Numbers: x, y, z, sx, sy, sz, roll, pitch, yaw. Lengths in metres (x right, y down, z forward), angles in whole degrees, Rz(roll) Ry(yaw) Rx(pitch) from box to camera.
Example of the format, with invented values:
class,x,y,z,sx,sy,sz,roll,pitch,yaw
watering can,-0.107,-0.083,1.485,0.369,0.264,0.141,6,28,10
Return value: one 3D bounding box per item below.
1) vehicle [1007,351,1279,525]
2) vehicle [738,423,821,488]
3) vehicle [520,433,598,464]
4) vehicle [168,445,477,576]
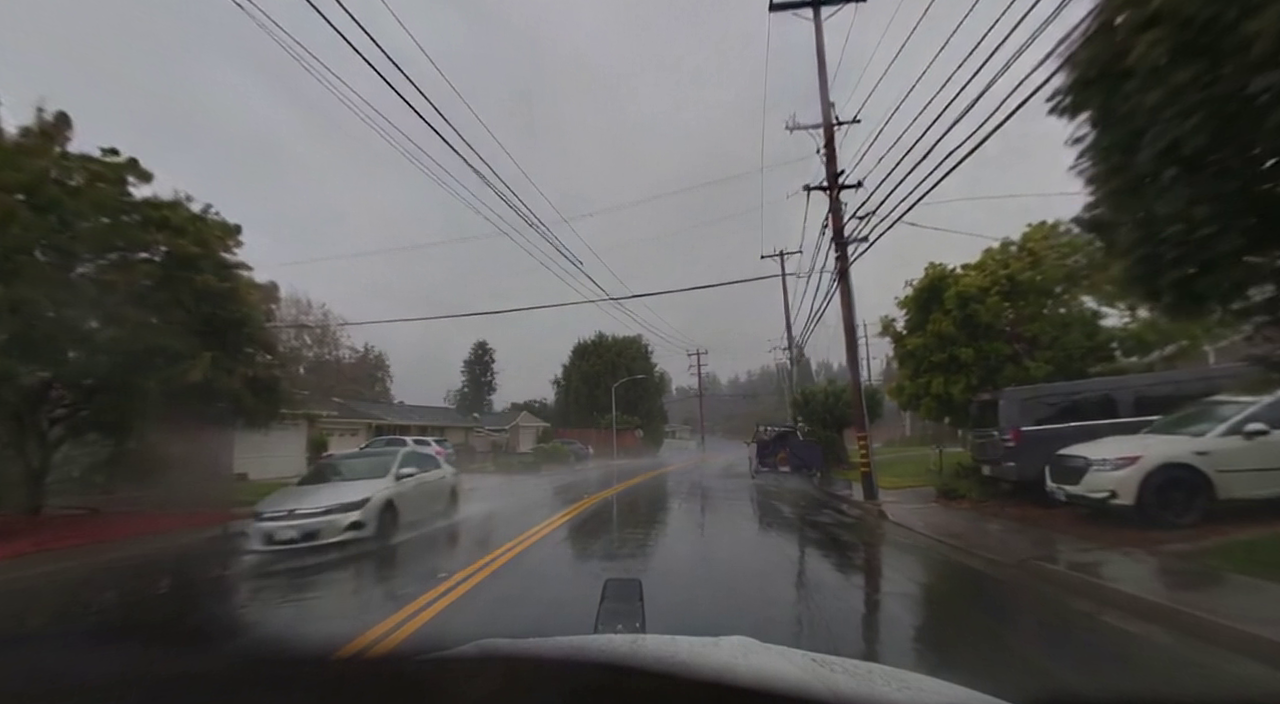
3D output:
class,x,y,z,sx,sy,sz,roll,pitch,yaw
vehicle,8.758,1.195,8.802,5.762,2.116,2.258,-1,-8,4
vehicle,4.744,3.624,22.430,2.273,1.938,6.400,-1,-8,7
vehicle,-5.929,7.058,46.417,5.228,2.041,2.023,0,-6,15
vehicle,-4.263,2.164,9.673,2.015,1.464,4.870,0,-8,3
